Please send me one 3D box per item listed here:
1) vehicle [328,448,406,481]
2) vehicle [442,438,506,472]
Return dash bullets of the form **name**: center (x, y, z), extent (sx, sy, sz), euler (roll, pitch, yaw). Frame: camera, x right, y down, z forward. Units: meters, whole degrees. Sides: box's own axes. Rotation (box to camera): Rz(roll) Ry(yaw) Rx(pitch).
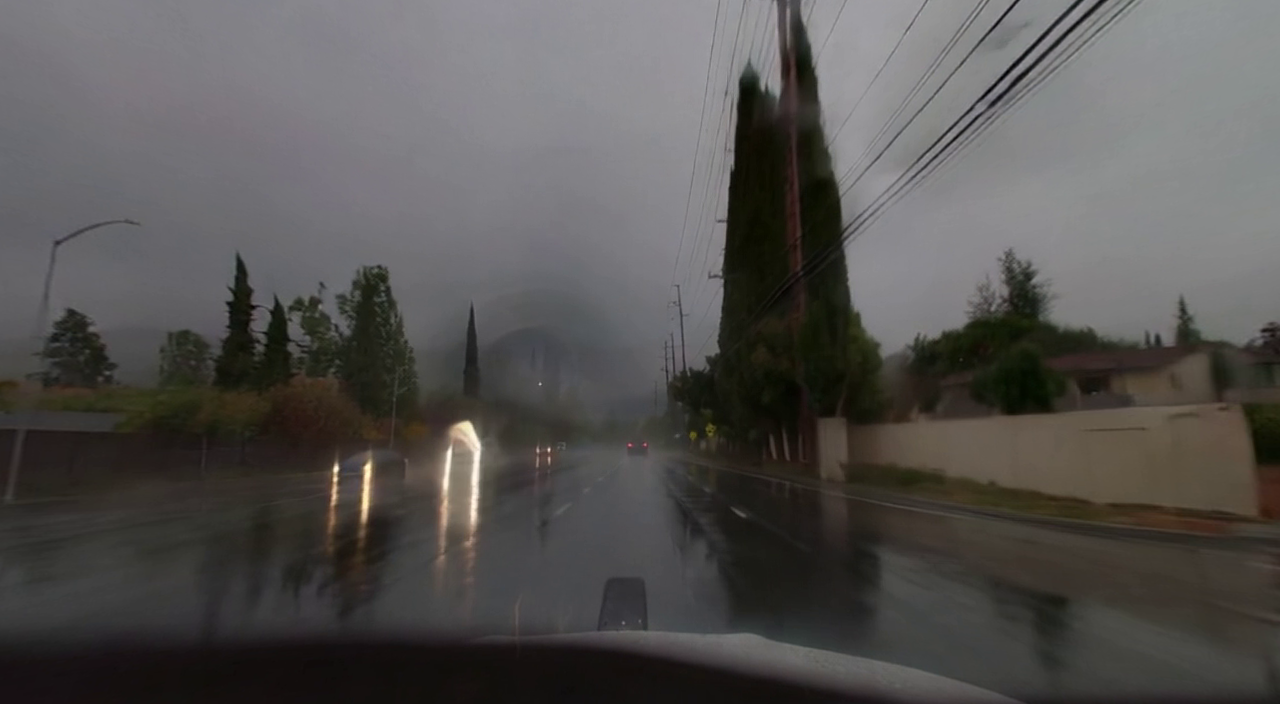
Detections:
- **vehicle**: center (-13.431, 5.535, 31.213), extent (1.821, 1.453, 4.459), euler (0, -8, 0)
- **vehicle**: center (-9.863, 6.152, 37.763), extent (2.249, 1.866, 5.664), euler (0, -8, 1)
